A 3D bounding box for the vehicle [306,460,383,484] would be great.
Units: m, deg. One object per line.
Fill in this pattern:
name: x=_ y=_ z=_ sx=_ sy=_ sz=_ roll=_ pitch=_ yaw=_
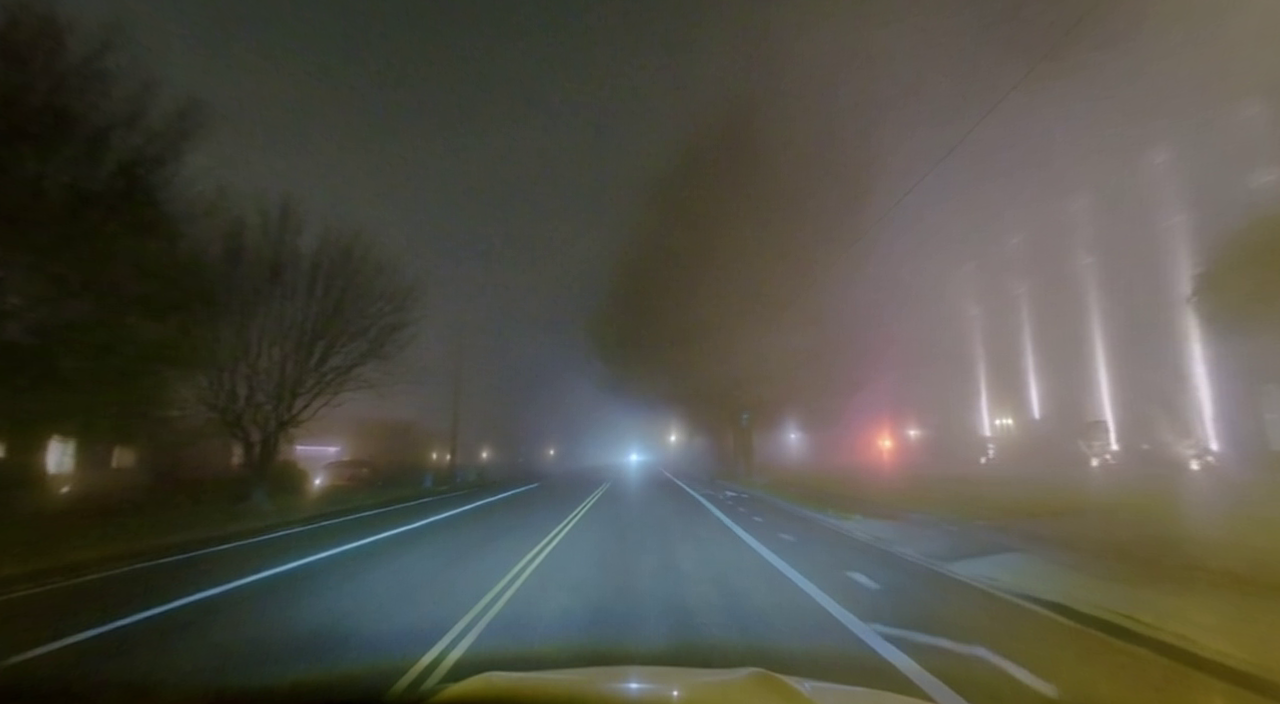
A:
vehicle: x=-19.243 y=7.812 z=41.217 sx=4.173 sy=1.423 sz=1.657 roll=0 pitch=-9 yaw=3
